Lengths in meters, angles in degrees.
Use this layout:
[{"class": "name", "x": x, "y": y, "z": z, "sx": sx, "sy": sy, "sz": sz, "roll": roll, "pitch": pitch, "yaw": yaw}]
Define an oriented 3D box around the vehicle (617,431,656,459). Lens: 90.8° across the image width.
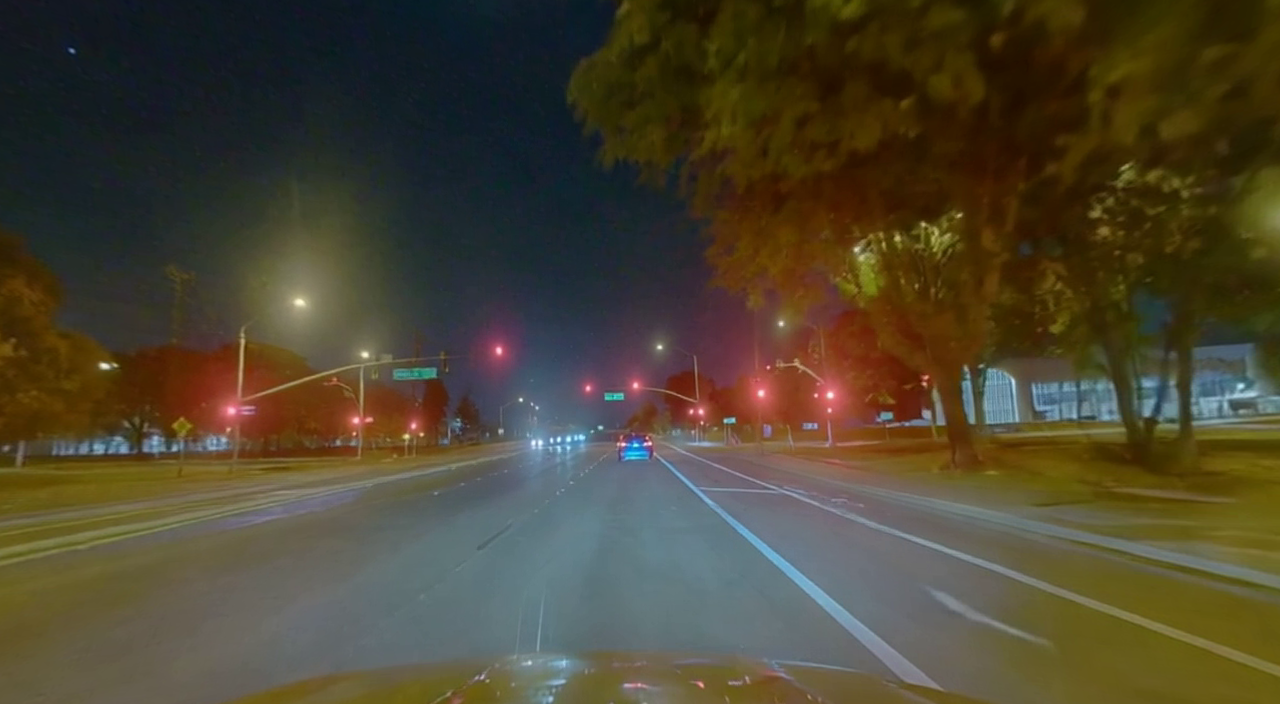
[{"class": "vehicle", "x": -0.226, "y": 5.222, "z": 35.471, "sx": 2.107, "sy": 1.470, "sz": 3.974, "roll": 0, "pitch": -8, "yaw": -1}]
